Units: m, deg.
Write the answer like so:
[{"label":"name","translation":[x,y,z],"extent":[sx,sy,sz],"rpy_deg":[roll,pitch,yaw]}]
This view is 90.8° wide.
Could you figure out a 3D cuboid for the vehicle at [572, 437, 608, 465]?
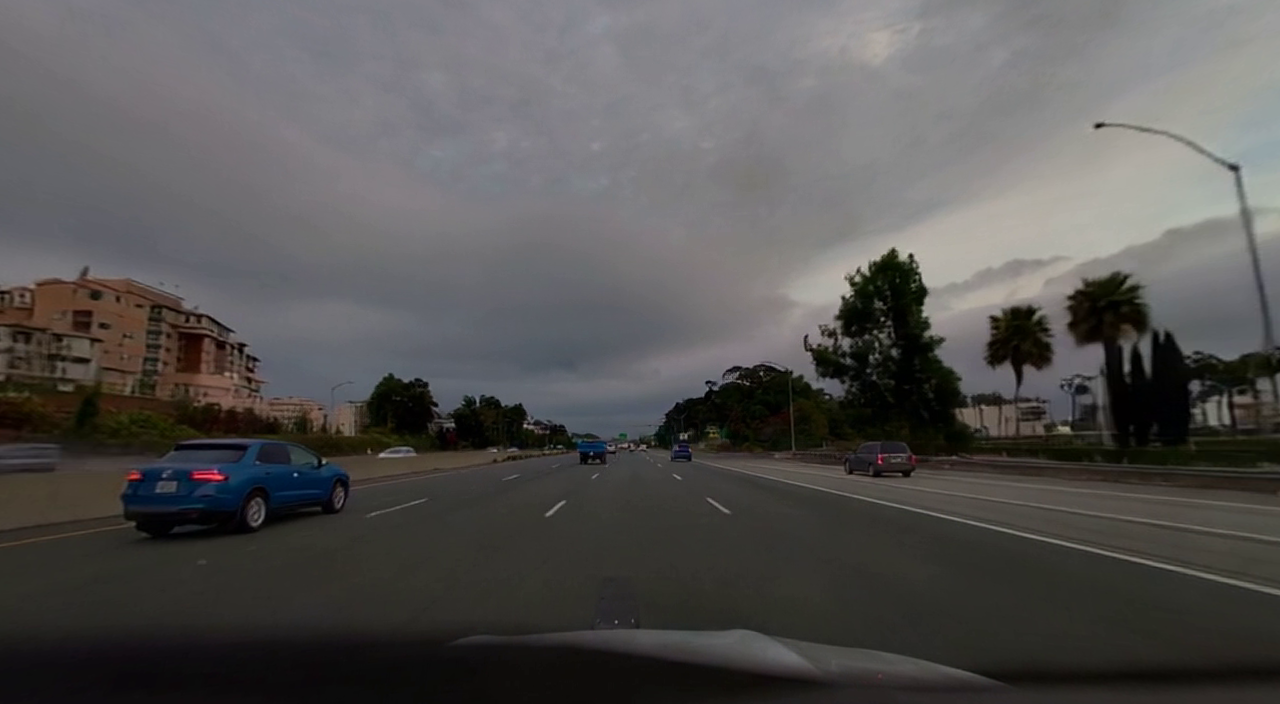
[{"label":"vehicle","translation":[-3.635,7.305,46.723],"extent":[2.225,1.967,4.673],"rpy_deg":[0,-9,0]}]

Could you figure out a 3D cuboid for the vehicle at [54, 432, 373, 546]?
[{"label":"vehicle","translation":[-6.699,2.200,10.886],"extent":[2.018,1.480,4.999],"rpy_deg":[0,-9,0]}]

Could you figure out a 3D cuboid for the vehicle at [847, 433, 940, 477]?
[{"label":"vehicle","translation":[11.280,4.627,28.499],"extent":[2.168,1.792,4.457],"rpy_deg":[0,-9,-2]}]
